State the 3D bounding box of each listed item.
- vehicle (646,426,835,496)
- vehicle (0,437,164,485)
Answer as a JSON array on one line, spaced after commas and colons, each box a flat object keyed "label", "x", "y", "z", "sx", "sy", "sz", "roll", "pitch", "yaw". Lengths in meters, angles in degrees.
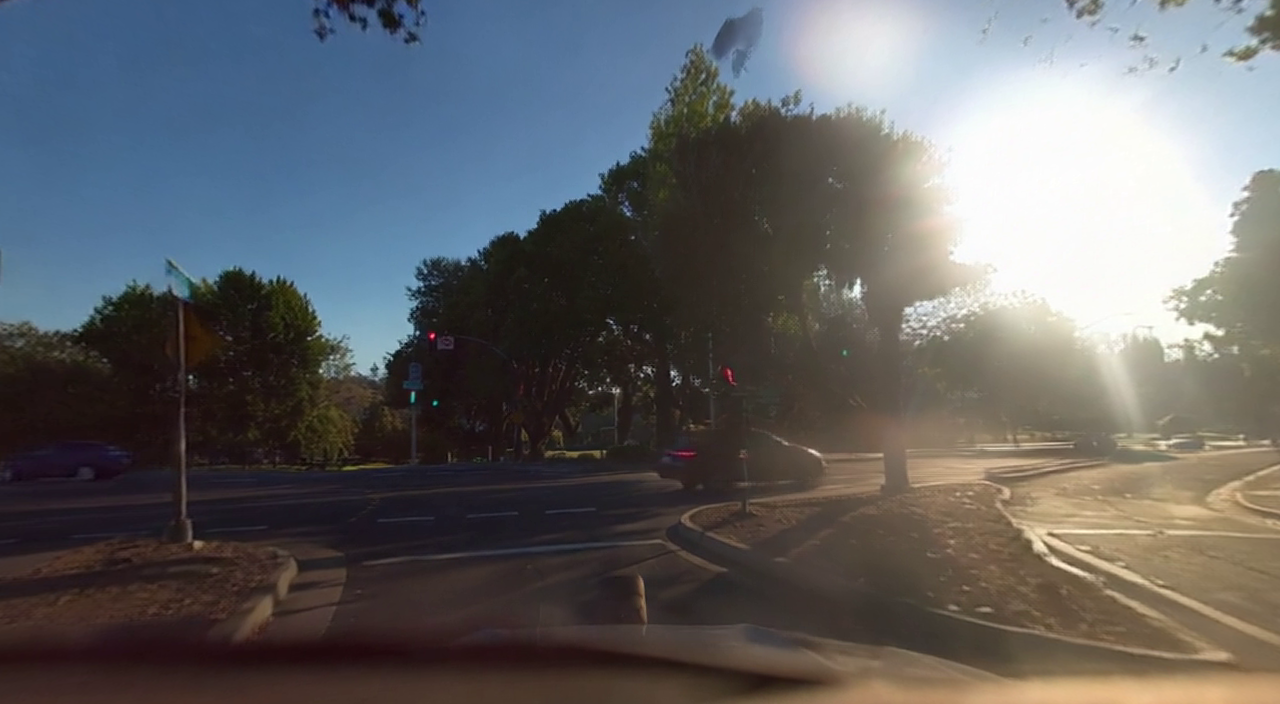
[{"label": "vehicle", "x": 2.644, "y": 2.804, "z": 16.551, "sx": 4.545, "sy": 1.602, "sz": 2.014, "roll": 4, "pitch": -9, "yaw": -27}, {"label": "vehicle", "x": -21.121, "y": 4.074, "z": 23.847, "sx": 4.602, "sy": 1.667, "sz": 1.933, "roll": 4, "pitch": -9, "yaw": -25}]
